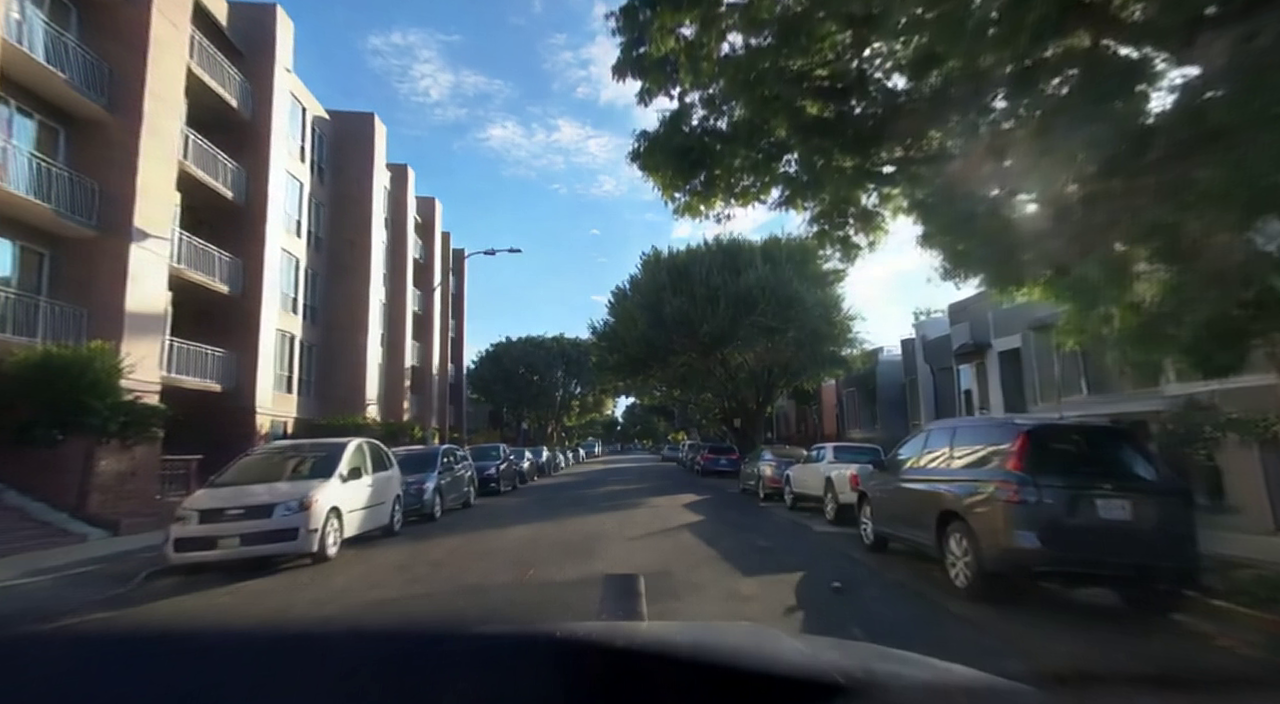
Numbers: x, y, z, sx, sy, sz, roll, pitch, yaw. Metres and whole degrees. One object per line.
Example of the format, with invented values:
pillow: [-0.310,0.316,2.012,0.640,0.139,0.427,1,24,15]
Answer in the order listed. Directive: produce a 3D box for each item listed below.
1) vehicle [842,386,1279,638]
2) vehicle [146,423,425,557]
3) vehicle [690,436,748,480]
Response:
vehicle: [3.881,1.512,7.045,1.911,1.835,4.599,0,-8,3]
vehicle: [-5.141,2.003,9.923,2.274,1.679,3.639,0,-8,-1]
vehicle: [3.481,4.762,28.747,1.912,1.781,5.159,0,-8,-1]
